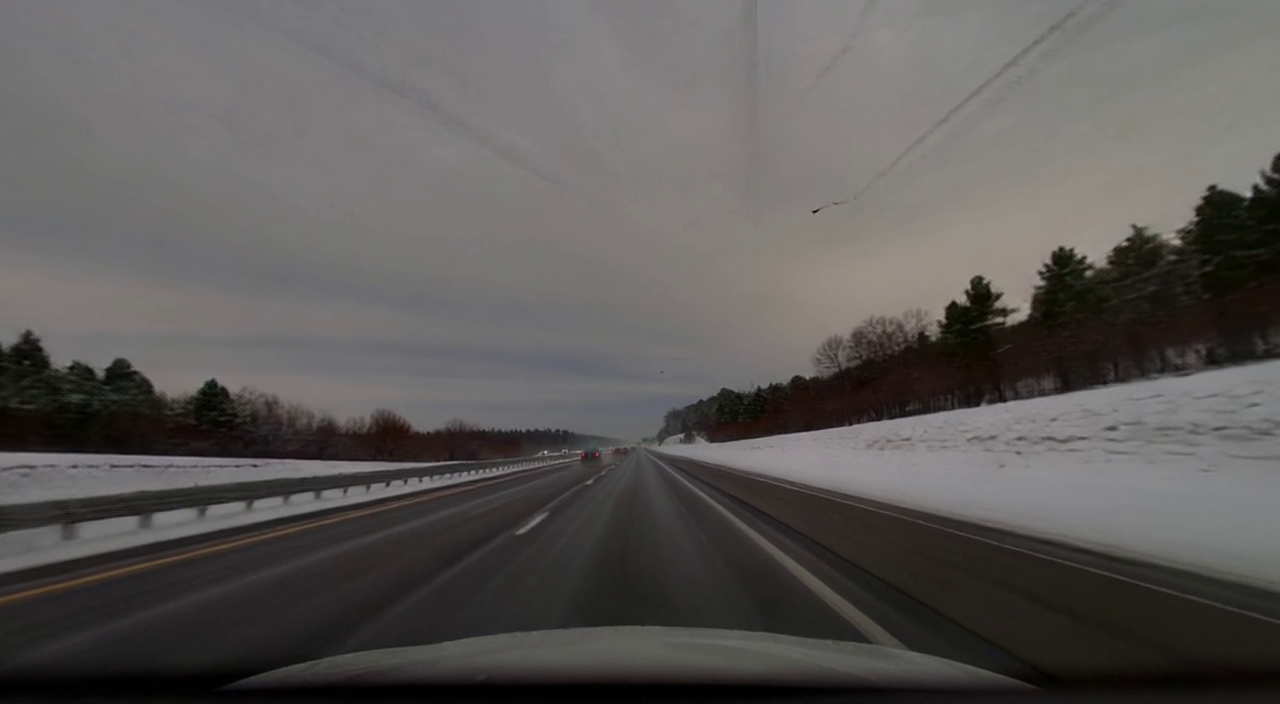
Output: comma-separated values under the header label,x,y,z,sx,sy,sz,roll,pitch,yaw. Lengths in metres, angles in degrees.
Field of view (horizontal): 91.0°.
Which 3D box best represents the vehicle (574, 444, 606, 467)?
label,x,y,z,sx,sy,sz,roll,pitch,yaw
vehicle,-3.872,8.042,49.267,2.132,1.701,4.303,0,-9,0
